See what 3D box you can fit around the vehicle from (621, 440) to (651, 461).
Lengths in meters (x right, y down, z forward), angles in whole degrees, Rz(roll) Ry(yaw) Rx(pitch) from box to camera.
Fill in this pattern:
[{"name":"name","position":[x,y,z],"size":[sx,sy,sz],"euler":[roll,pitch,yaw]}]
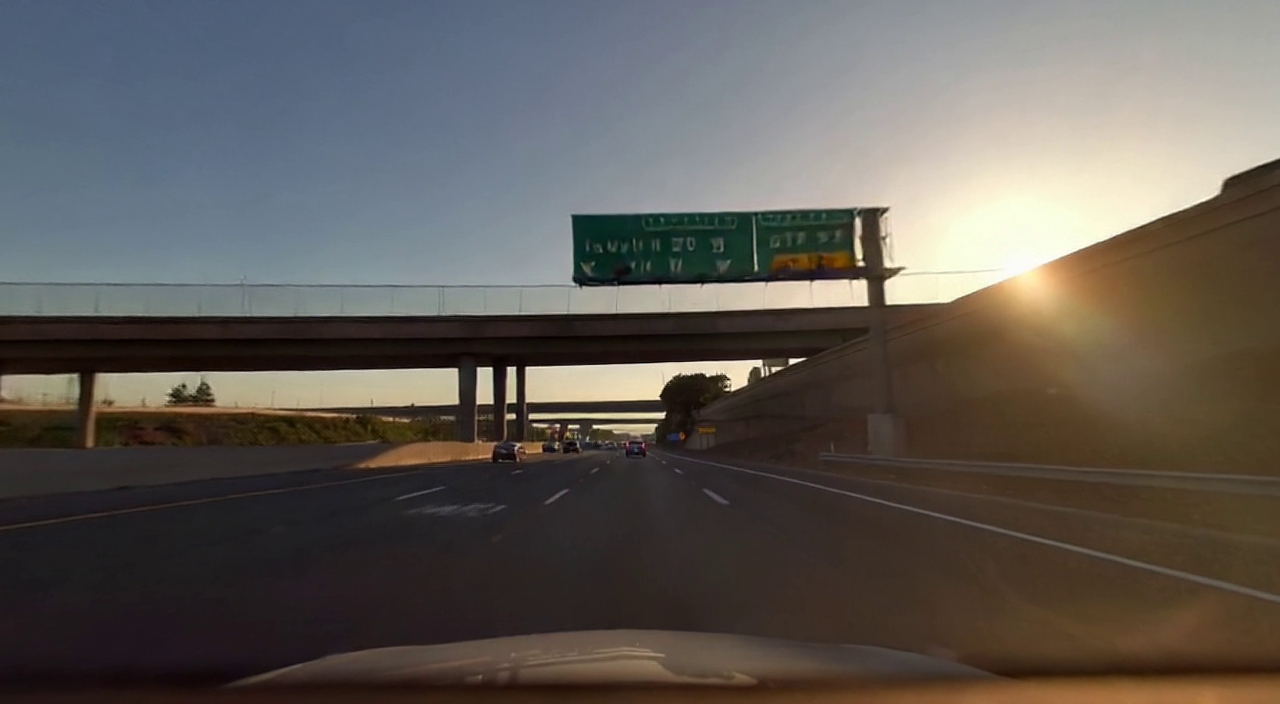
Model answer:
[{"name":"vehicle","position":[-0.316,7.245,46.737],"size":[2.086,1.472,4.168],"euler":[0,-8,-1]}]

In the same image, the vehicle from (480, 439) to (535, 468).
[{"name":"vehicle","position":[-7.186,5.555,34.838],"size":[1.994,1.487,4.605],"euler":[0,-8,0]}]
